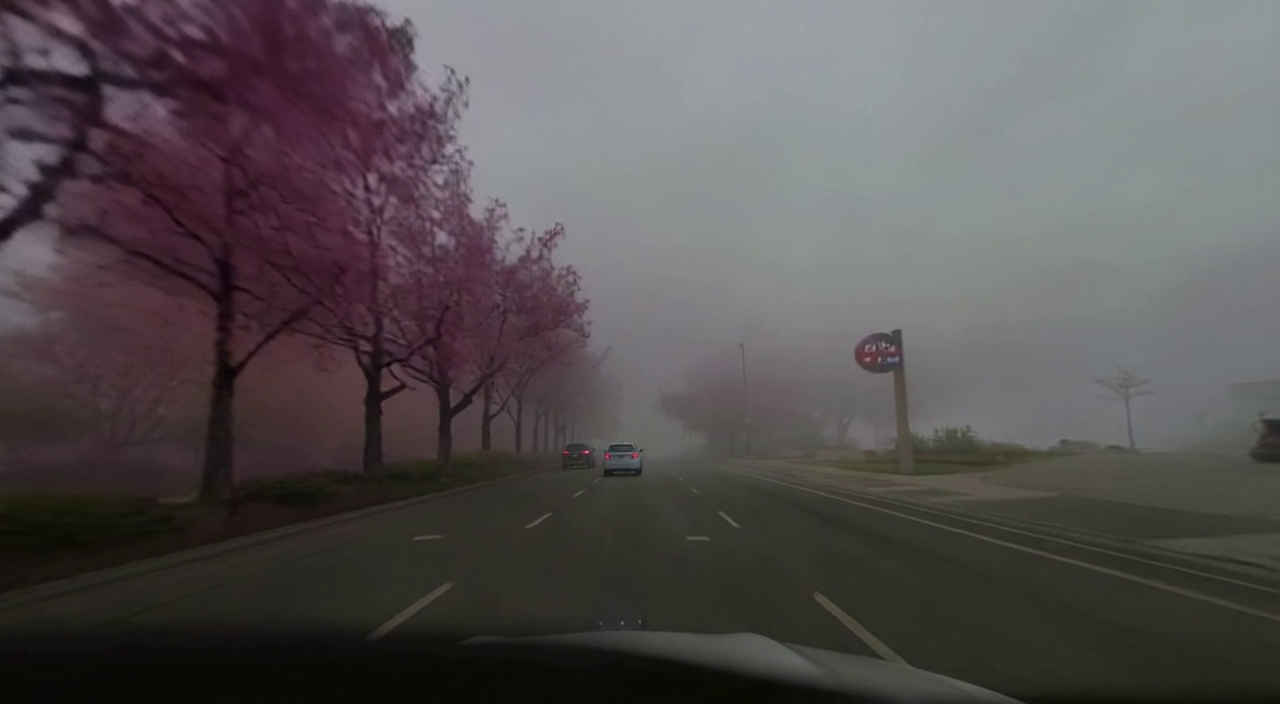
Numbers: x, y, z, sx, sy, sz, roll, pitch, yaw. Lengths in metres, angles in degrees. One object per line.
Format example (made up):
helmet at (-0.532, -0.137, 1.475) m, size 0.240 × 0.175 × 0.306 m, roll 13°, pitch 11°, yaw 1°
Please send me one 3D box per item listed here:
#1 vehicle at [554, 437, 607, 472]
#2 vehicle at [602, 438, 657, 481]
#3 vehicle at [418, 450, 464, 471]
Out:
vehicle at (-3.327, 5.892, 36.246) m, size 2.453 × 1.844 × 4.751 m, roll 0°, pitch -8°, yaw 1°
vehicle at (-0.361, 4.621, 27.316) m, size 2.149 × 1.701 × 4.379 m, roll 0°, pitch -8°, yaw 3°
vehicle at (-14.440, 7.895, 45.852) m, size 1.838 × 1.458 × 4.336 m, roll 0°, pitch -8°, yaw 1°
